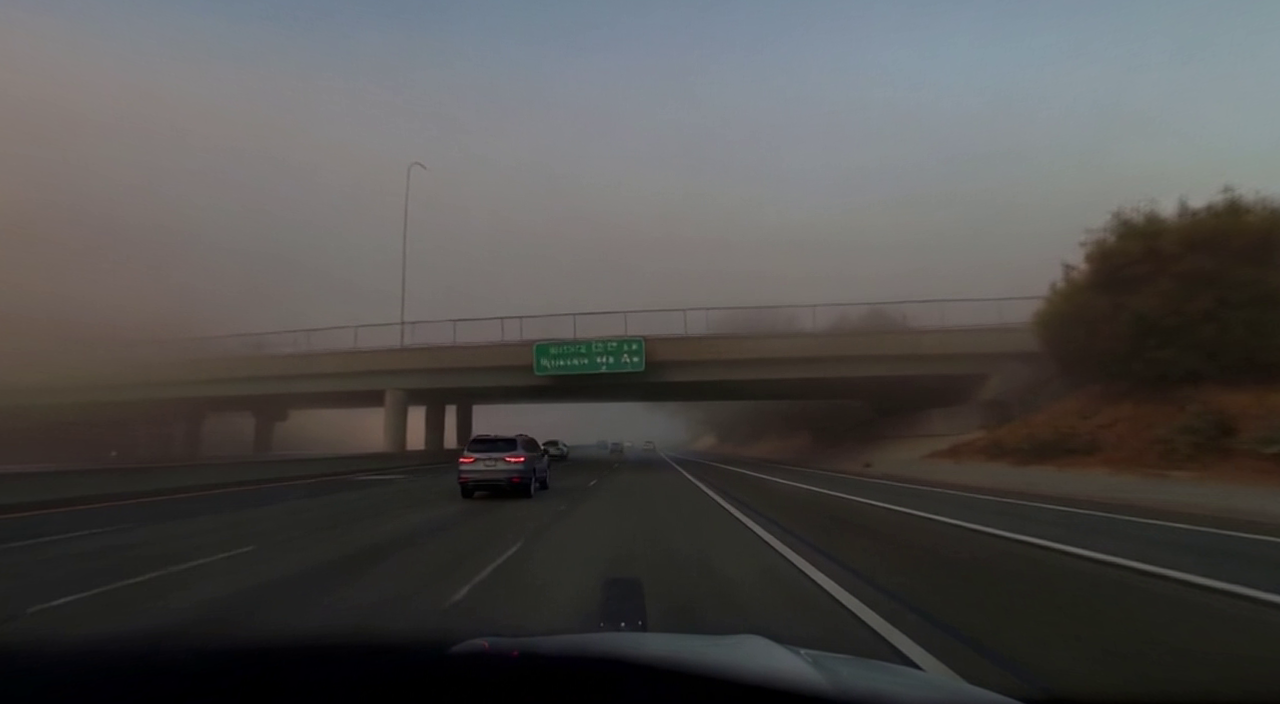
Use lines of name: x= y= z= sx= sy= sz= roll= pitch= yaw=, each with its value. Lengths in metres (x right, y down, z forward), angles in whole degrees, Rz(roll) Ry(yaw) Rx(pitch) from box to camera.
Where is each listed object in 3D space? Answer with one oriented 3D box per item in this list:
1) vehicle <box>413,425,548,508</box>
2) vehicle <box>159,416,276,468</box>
vehicle: x=-3.653 y=2.713 z=15.303 sx=2.048 sy=1.705 sz=4.384 roll=0 pitch=-8 yaw=1
vehicle: x=-32.939 y=7.103 z=49.504 sx=3.045 sy=3.776 sz=8.341 roll=-1 pitch=-8 yaw=2
